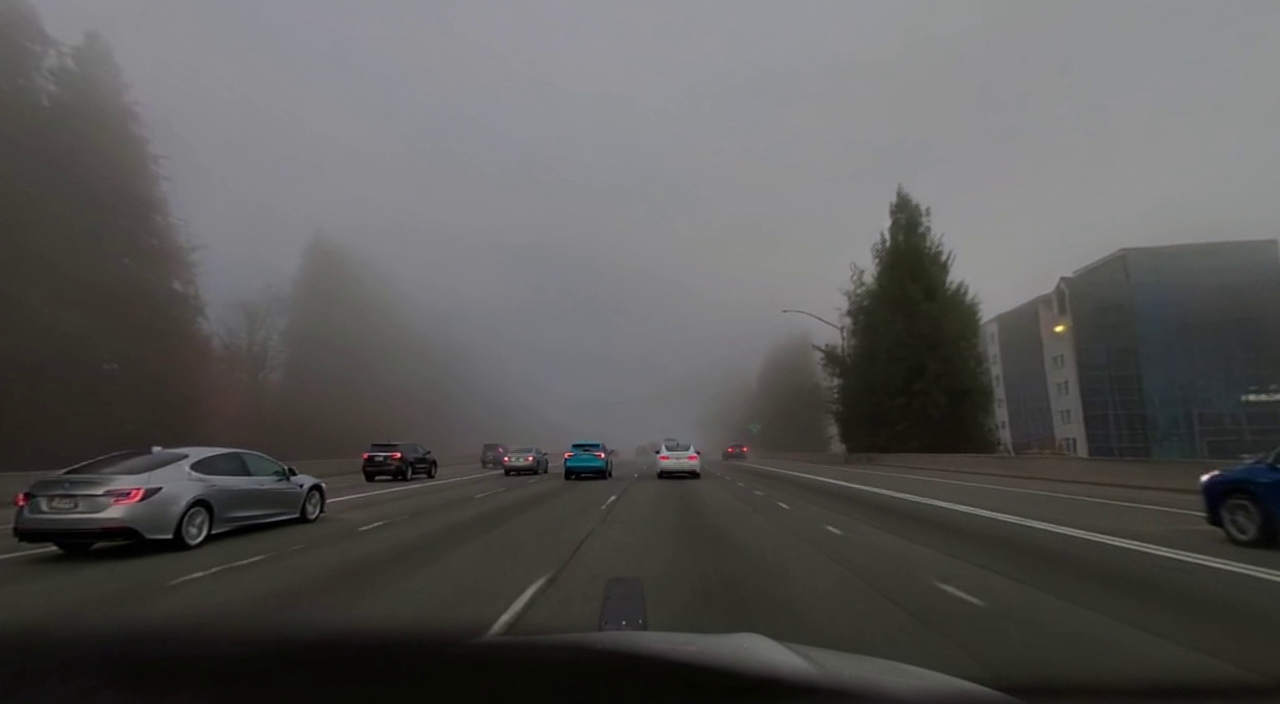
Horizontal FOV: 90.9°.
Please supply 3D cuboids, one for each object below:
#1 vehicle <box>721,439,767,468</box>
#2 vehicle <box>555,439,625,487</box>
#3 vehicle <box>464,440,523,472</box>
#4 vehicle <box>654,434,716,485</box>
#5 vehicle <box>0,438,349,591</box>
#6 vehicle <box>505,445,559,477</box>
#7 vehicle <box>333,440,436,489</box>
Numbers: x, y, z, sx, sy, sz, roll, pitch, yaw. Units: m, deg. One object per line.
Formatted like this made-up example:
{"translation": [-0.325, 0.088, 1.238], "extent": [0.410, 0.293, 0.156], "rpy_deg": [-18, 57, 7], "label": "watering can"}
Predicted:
{"translation": [6.545, 6.414, 40.059], "extent": [2.071, 1.754, 4.484], "rpy_deg": [0, -8, -1], "label": "vehicle"}
{"translation": [-1.773, 4.097, 23.714], "extent": [2.102, 1.624, 4.257], "rpy_deg": [-1, -8, 3], "label": "vehicle"}
{"translation": [-8.920, 6.359, 38.849], "extent": [2.186, 1.851, 5.085], "rpy_deg": [-1, -8, 3], "label": "vehicle"}
{"translation": [1.605, 4.023, 23.943], "extent": [2.114, 1.715, 4.136], "rpy_deg": [-1, -8, 1], "label": "vehicle"}
{"translation": [-6.224, 1.948, 8.606], "extent": [2.116, 1.473, 4.644], "rpy_deg": [-1, -8, 2], "label": "vehicle"}
{"translation": [-5.432, 5.510, 32.164], "extent": [1.886, 1.455, 4.148], "rpy_deg": [-1, -8, 2], "label": "vehicle"}
{"translation": [-9.561, 4.225, 24.042], "extent": [1.947, 1.683, 4.331], "rpy_deg": [-1, -8, 3], "label": "vehicle"}
